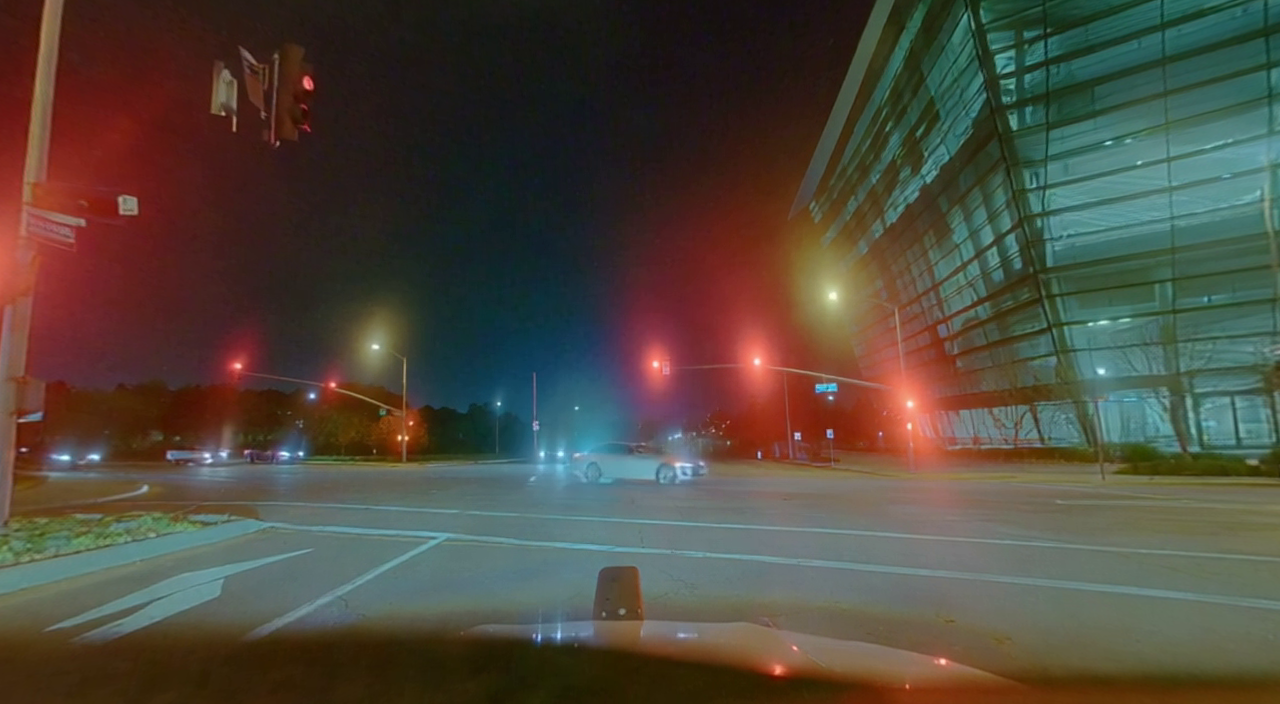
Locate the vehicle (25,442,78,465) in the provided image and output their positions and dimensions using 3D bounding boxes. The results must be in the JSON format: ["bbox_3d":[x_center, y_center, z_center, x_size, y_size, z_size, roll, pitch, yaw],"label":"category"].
[{"bbox_3d":[-38.297,6.565,41.088,4.323,1.390,1.953,-8,-11,41],"label":"vehicle"}]

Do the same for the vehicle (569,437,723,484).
[{"bbox_3d":[0.108,3.909,22.983,5.408,1.505,2.091,-7,-11,37],"label":"vehicle"}]

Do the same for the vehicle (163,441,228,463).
[{"bbox_3d":[-30.481,6.827,43.282,4.380,1.455,1.869,-5,-10,30],"label":"vehicle"}]
